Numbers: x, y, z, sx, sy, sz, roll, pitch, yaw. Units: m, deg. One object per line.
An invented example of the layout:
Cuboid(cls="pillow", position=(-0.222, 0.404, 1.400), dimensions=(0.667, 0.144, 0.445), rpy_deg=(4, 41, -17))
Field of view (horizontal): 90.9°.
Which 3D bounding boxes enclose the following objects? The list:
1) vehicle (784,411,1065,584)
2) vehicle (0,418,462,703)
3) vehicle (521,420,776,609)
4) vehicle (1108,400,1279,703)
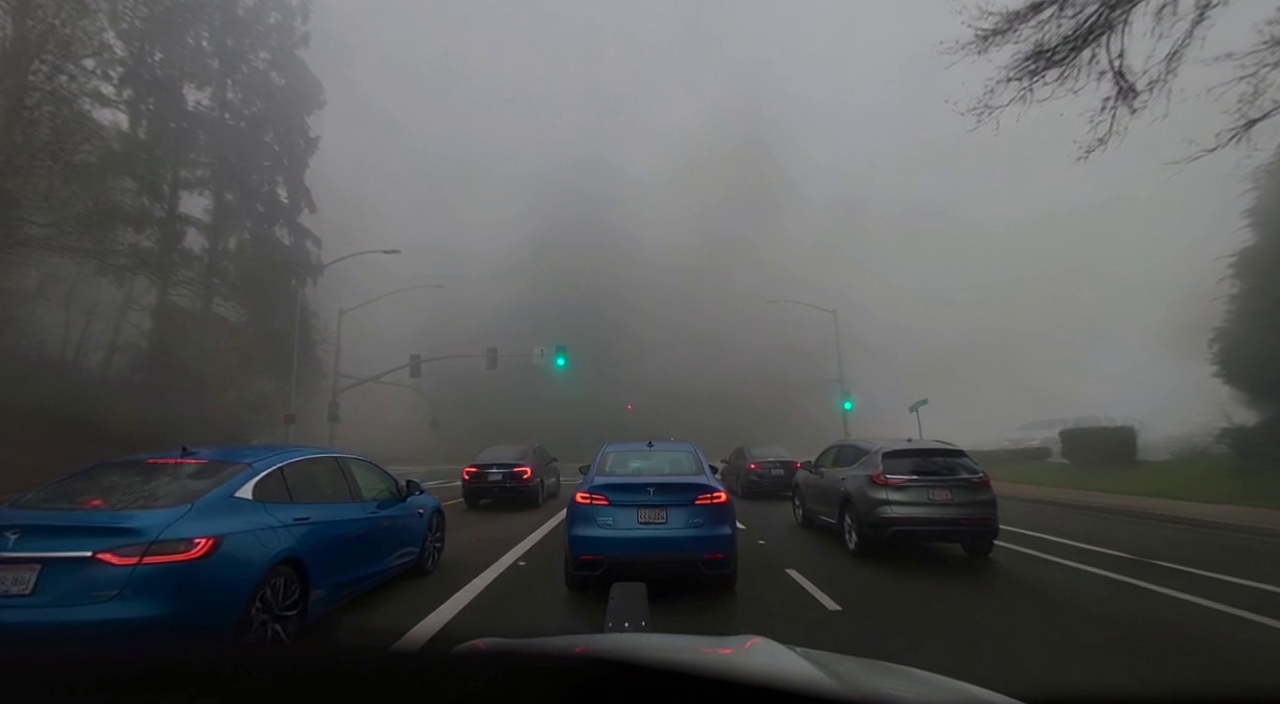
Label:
Cuboid(cls="vehicle", position=(3.393, 1.775, 8.552), dimensions=(1.938, 1.732, 4.006), rpy_deg=(1, -8, 0))
Cuboid(cls="vehicle", position=(-3.083, 1.367, 4.992), dimensions=(2.015, 1.478, 4.407), rpy_deg=(0, -8, 1))
Cuboid(cls="vehicle", position=(0.062, 1.688, 7.495), dimensions=(2.144, 1.563, 4.218), rpy_deg=(0, -8, 0))
Cuboid(cls="vehicle", position=(3.296, 0.702, 0.726), dimensions=(1.951, 1.522, 4.614), rpy_deg=(0, -9, 0))
